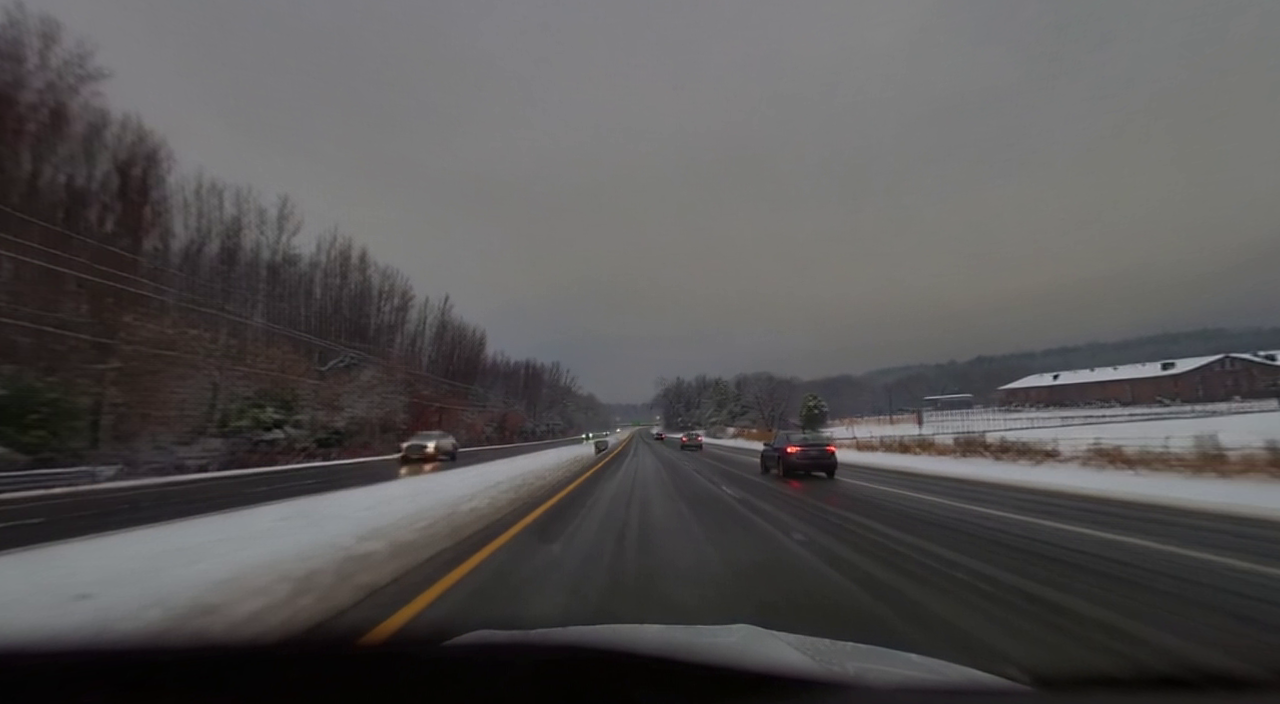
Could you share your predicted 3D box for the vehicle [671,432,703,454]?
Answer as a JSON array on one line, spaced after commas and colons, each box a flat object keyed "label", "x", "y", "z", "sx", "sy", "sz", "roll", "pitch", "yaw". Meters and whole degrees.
[{"label": "vehicle", "x": 3.505, "y": 6.904, "z": 47.717, "sx": 2.057, "sy": 1.540, "sz": 4.158, "roll": 0, "pitch": -8, "yaw": -1}]

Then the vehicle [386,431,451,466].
[{"label": "vehicle", "x": -12.253, "y": 5.366, "z": 35.084, "sx": 1.987, "sy": 1.778, "sz": 4.437, "roll": 0, "pitch": -8, "yaw": 0}]

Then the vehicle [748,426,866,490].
[{"label": "vehicle", "x": 4.411, "y": 2.863, "z": 17.351, "sx": 2.024, "sy": 1.516, "sz": 4.197, "roll": 0, "pitch": -8, "yaw": -1}]
